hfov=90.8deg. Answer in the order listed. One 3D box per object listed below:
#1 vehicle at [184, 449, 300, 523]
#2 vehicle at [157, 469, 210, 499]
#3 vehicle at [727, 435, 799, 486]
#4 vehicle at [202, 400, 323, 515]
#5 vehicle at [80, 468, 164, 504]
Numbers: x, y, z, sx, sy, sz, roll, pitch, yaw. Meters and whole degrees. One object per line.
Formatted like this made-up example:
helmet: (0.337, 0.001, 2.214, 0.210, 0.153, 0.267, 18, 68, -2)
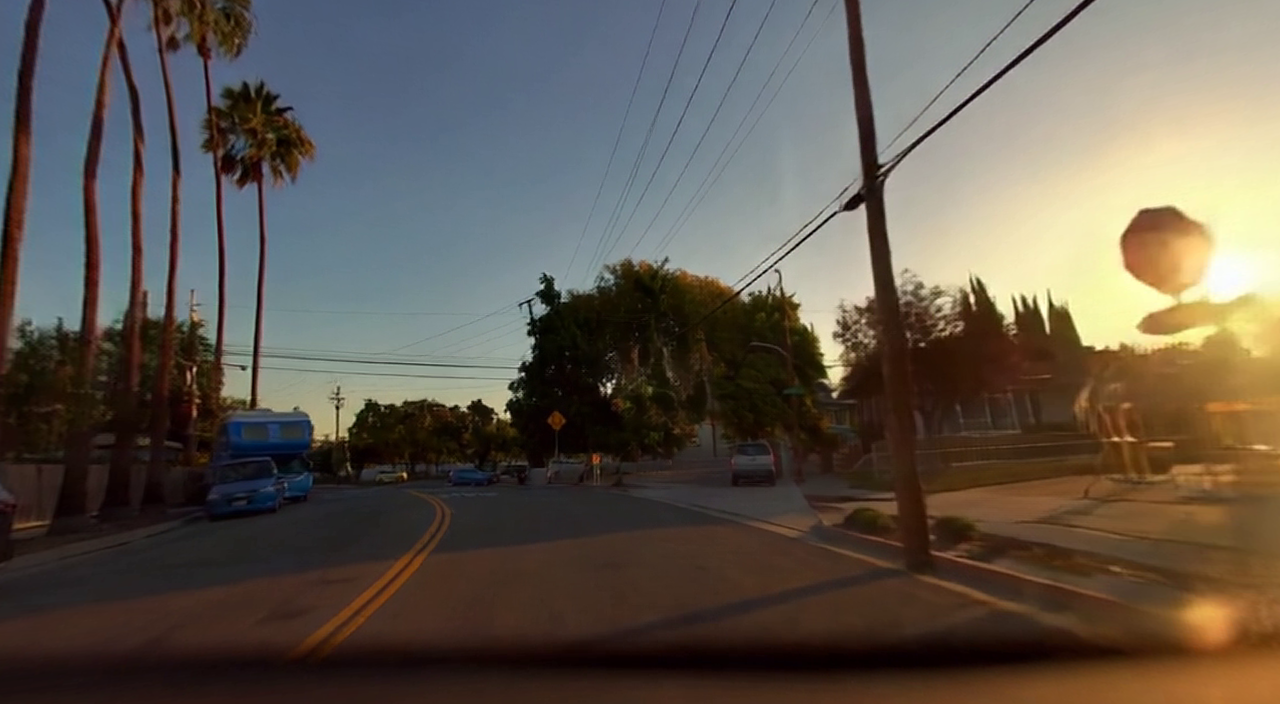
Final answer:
vehicle: (-11.044, 3.640, 17.908, 2.103, 1.599, 4.865, 3, -8, -25)
vehicle: (-28.352, 8.136, 39.169, 2.025, 1.504, 4.164, 6, -10, -43)
vehicle: (5.240, 4.650, 27.754, 2.508, 1.887, 5.930, -1, -7, 6)
vehicle: (-16.041, 4.147, 26.267, 3.216, 3.720, 11.364, 4, -9, -35)
vehicle: (-35.444, 9.092, 43.200, 5.757, 2.044, 2.213, -4, -8, 27)
